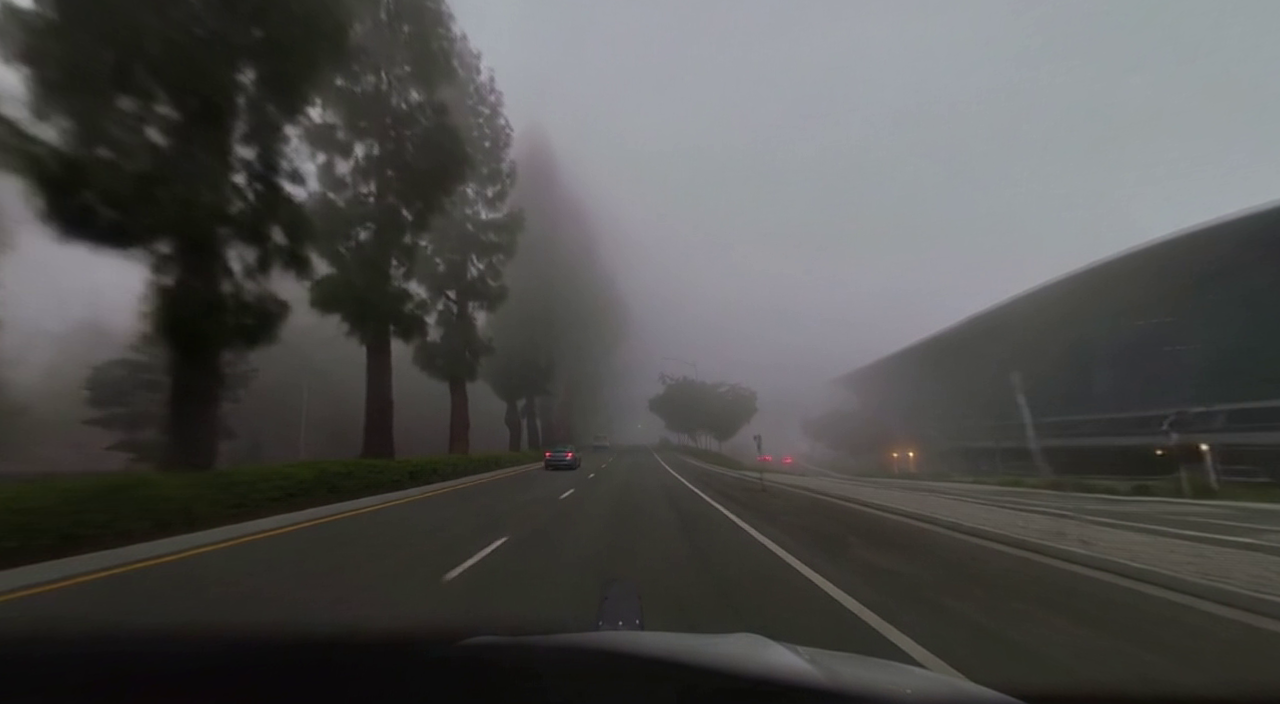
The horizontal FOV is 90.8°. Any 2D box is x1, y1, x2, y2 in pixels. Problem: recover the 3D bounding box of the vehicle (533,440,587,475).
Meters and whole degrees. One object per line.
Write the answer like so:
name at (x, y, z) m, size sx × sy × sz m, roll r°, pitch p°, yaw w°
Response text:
vehicle at (-3.740, 4.999, 30.234) m, size 1.984 × 1.521 × 4.682 m, roll 0°, pitch -8°, yaw 0°
